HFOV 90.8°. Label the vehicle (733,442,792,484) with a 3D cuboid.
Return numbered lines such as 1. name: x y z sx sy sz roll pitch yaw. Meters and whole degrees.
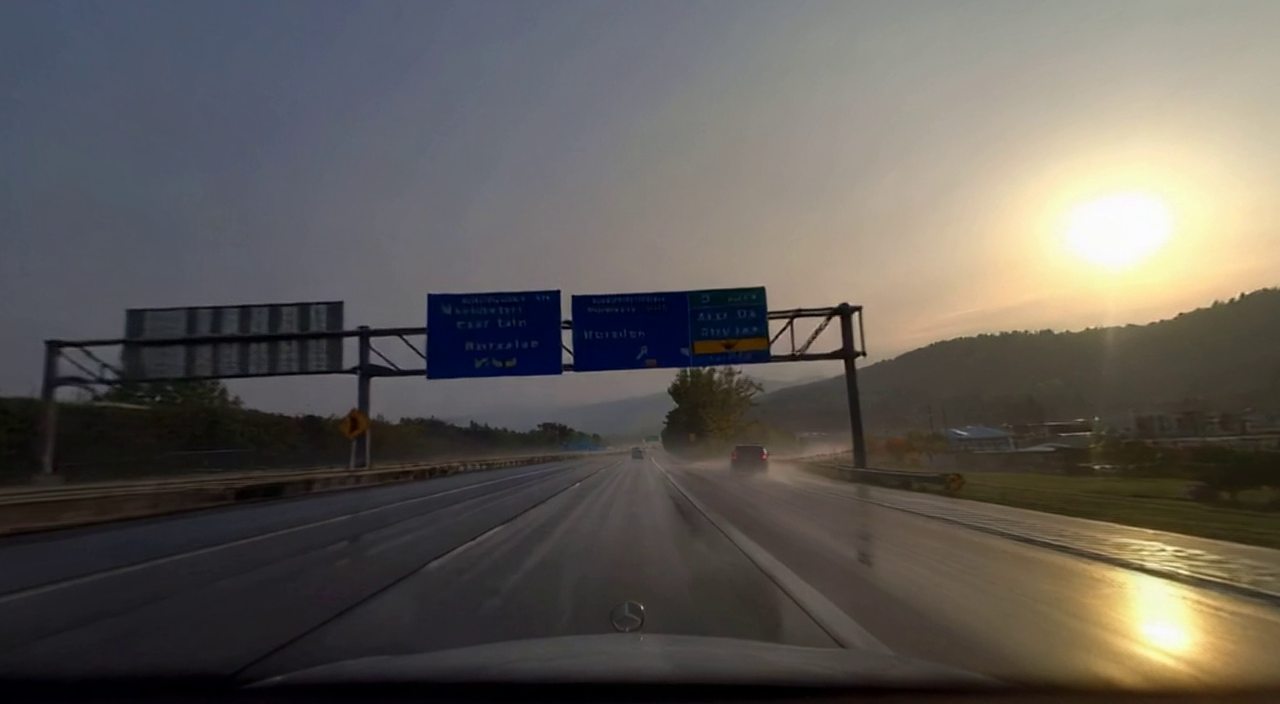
1. vehicle: 5.511 5.018 28.904 2.133 1.746 4.511 -1 -9 5
